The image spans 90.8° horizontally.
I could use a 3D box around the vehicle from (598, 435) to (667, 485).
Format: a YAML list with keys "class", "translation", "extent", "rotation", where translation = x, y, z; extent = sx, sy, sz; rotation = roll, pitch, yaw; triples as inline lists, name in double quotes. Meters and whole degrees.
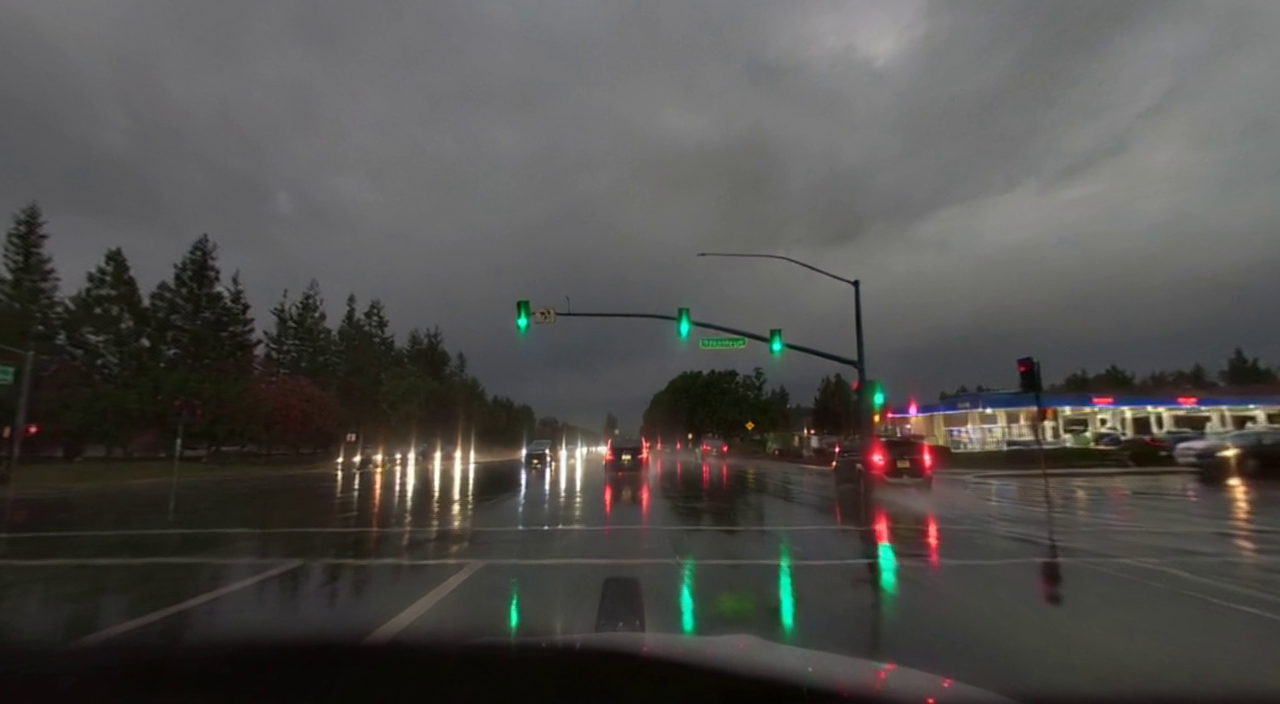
- class: "vehicle"
  translation: [-0.245, 3.508, 20.835]
  extent: [2.040, 1.451, 3.736]
  rotation: [1, -8, -1]

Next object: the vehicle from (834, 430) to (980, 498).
- class: "vehicle"
  translation: [6.736, 2.864, 16.558]
  extent: [1.890, 1.489, 4.396]
  rotation: [1, -8, 0]

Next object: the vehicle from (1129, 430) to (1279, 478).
- class: "vehicle"
  translation: [20.125, 3.495, 21.808]
  extent: [4.796, 1.488, 1.966]
  rotation: [-1, -9, -1]

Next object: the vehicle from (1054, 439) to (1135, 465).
- class: "vehicle"
  translation: [27.658, 6.065, 38.446]
  extent: [4.512, 1.468, 1.909]
  rotation: [4, -9, -24]

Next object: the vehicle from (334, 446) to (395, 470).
- class: "vehicle"
  translation: [-18.104, 6.959, 41.713]
  extent: [2.018, 1.472, 4.559]
  rotation: [1, -8, -1]

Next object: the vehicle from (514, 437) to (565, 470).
- class: "vehicle"
  translation: [-5.499, 5.581, 35.021]
  extent: [1.990, 1.673, 4.436]
  rotation: [0, -8, 1]

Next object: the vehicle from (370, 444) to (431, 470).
- class: "vehicle"
  translation: [-14.874, 6.545, 39.563]
  extent: [2.001, 1.463, 4.673]
  rotation: [1, -8, 0]

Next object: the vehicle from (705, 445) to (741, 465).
- class: "vehicle"
  translation: [6.471, 8.102, 49.912]
  extent: [2.143, 1.508, 4.274]
  rotation: [1, -8, -2]

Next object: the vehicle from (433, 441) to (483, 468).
- class: "vehicle"
  translation: [-11.838, 6.694, 41.466]
  extent: [1.944, 1.647, 4.395]
  rotation: [1, -8, 0]

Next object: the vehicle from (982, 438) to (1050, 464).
- class: "vehicle"
  translation: [25.990, 6.829, 43.672]
  extent: [4.246, 1.686, 1.910]
  rotation: [5, -9, -25]

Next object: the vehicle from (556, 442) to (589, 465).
- class: "vehicle"
  translation: [-5.262, 7.991, 49.982]
  extent: [2.137, 1.685, 4.587]
  rotation: [1, -8, 0]
